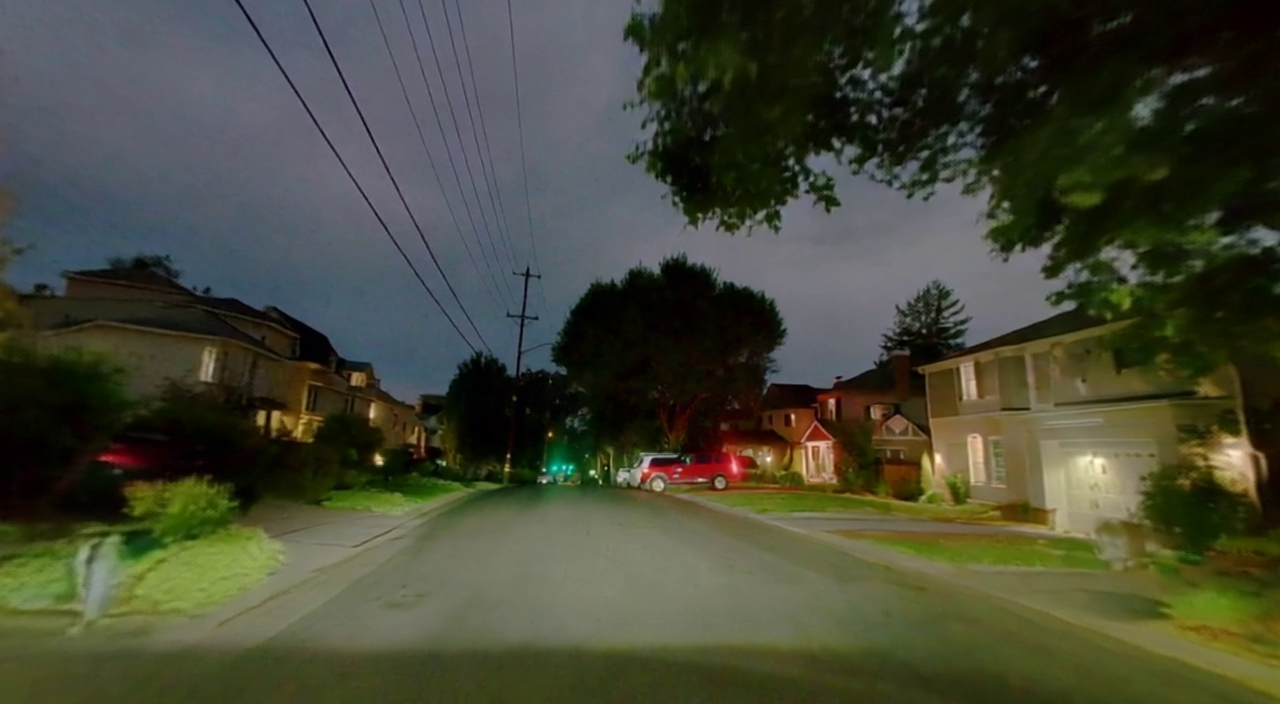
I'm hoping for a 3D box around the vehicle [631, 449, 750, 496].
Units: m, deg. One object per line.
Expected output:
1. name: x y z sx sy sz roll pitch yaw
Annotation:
1. vehicle: 1.955 4.784 25.349 4.413 1.728 1.869 1 -9 -10
